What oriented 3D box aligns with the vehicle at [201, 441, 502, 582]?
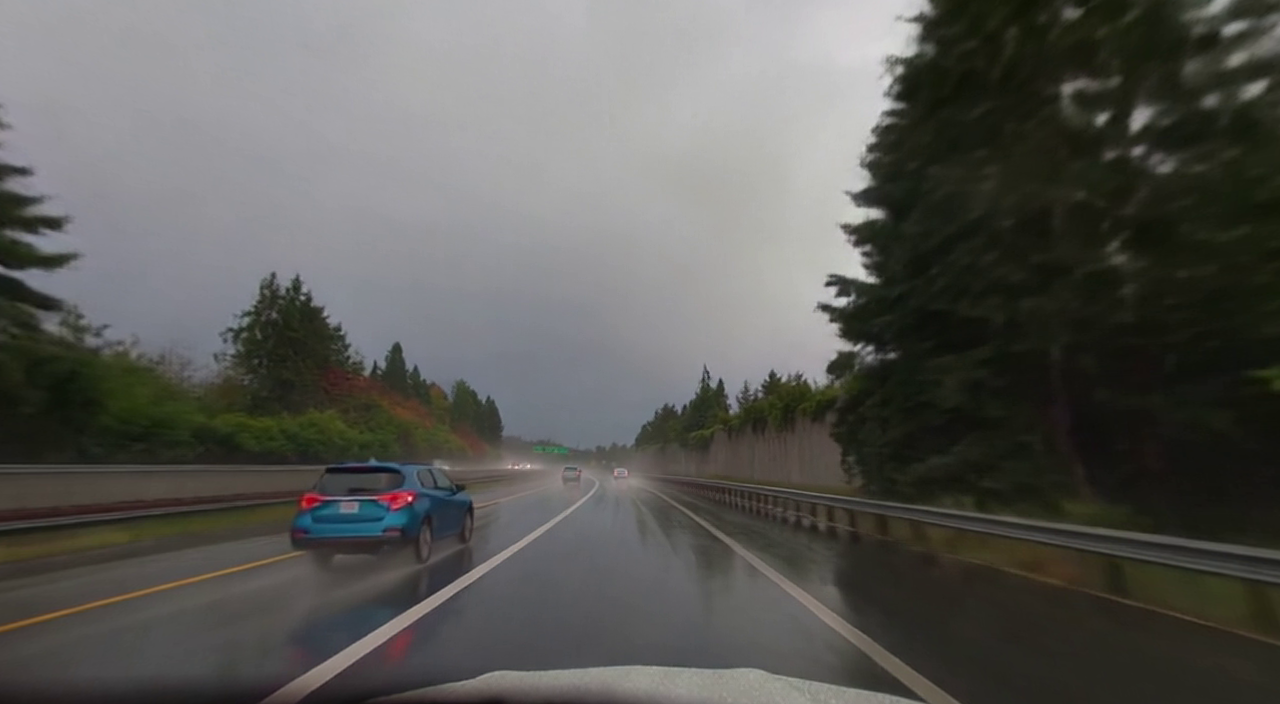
[{"bbox_3d":[-3.848,2.299,9.785,2.328,1.559,5.041,1,-11,-1],"label":"vehicle"}]
